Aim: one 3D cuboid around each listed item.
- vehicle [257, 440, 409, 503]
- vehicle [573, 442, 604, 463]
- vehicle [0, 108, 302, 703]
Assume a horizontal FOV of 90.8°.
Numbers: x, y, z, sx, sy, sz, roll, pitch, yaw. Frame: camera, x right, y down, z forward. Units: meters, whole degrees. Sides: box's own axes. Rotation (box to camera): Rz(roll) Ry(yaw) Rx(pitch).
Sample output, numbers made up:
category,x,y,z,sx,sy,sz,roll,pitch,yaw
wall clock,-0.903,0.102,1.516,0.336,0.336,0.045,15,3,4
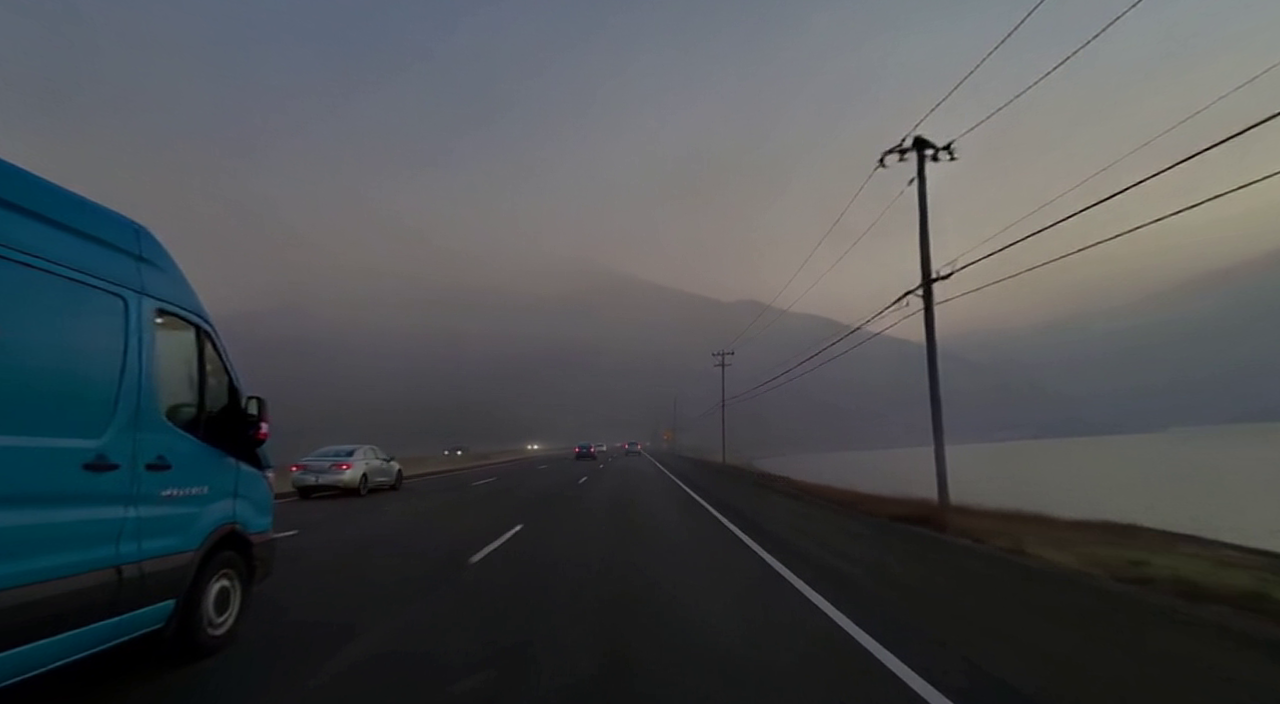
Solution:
category,x,y,z,sx,sy,sz,roll,pitch,yaw
vehicle,-8.015,3.138,17.053,1.847,1.456,4.471,0,-8,0
vehicle,-3.961,7.810,49.352,2.097,1.514,4.209,0,-8,-1
vehicle,-3.870,0.204,1.604,2.331,2.757,6.581,0,-8,0
